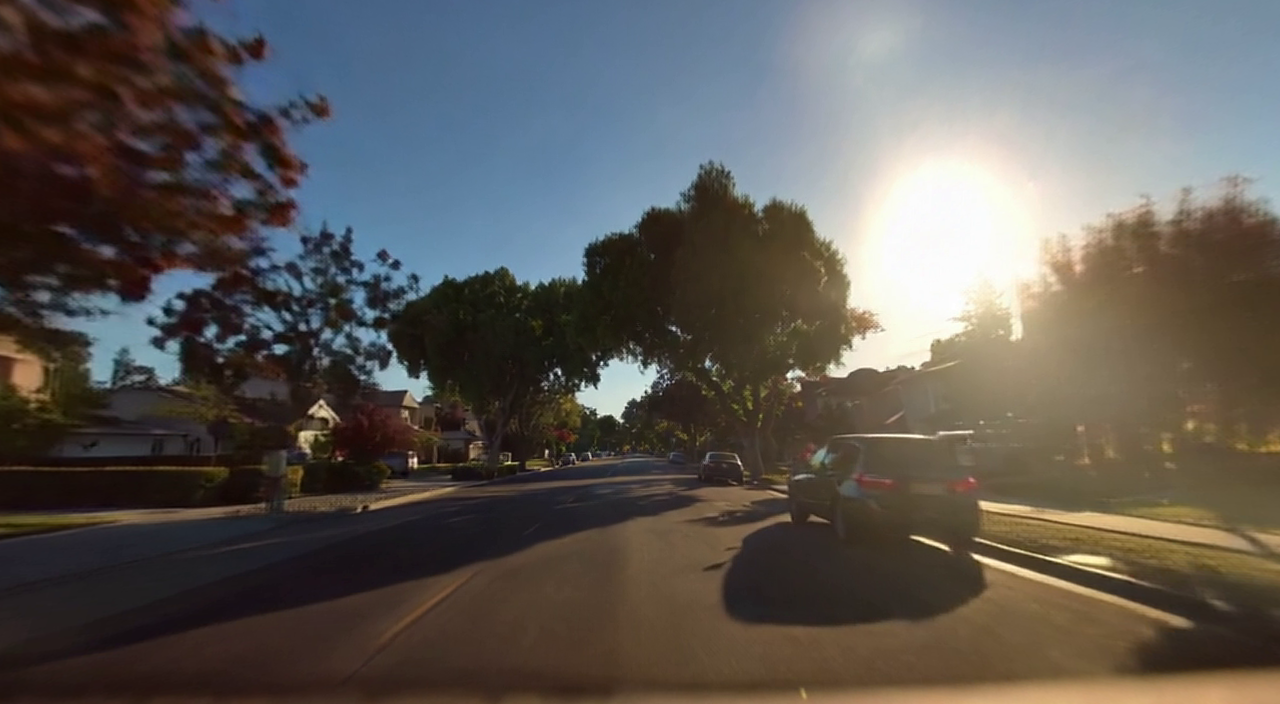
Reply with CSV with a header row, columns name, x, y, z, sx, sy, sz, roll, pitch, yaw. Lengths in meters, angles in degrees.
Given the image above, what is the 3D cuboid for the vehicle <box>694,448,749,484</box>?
name,x,y,z,sx,sy,sz,roll,pitch,yaw
vehicle,3.717,5.305,29.610,1.897,1.521,4.835,0,-9,-1

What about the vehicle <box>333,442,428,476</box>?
name,x,y,z,sx,sy,sz,roll,pitch,yaw
vehicle,-15.676,6.496,38.254,4.882,1.777,2.025,-2,-9,-2

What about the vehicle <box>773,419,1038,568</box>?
name,x,y,z,sx,sy,sz,roll,pitch,yaw
vehicle,3.761,2.090,10.170,2.039,1.780,4.884,0,-9,-1
